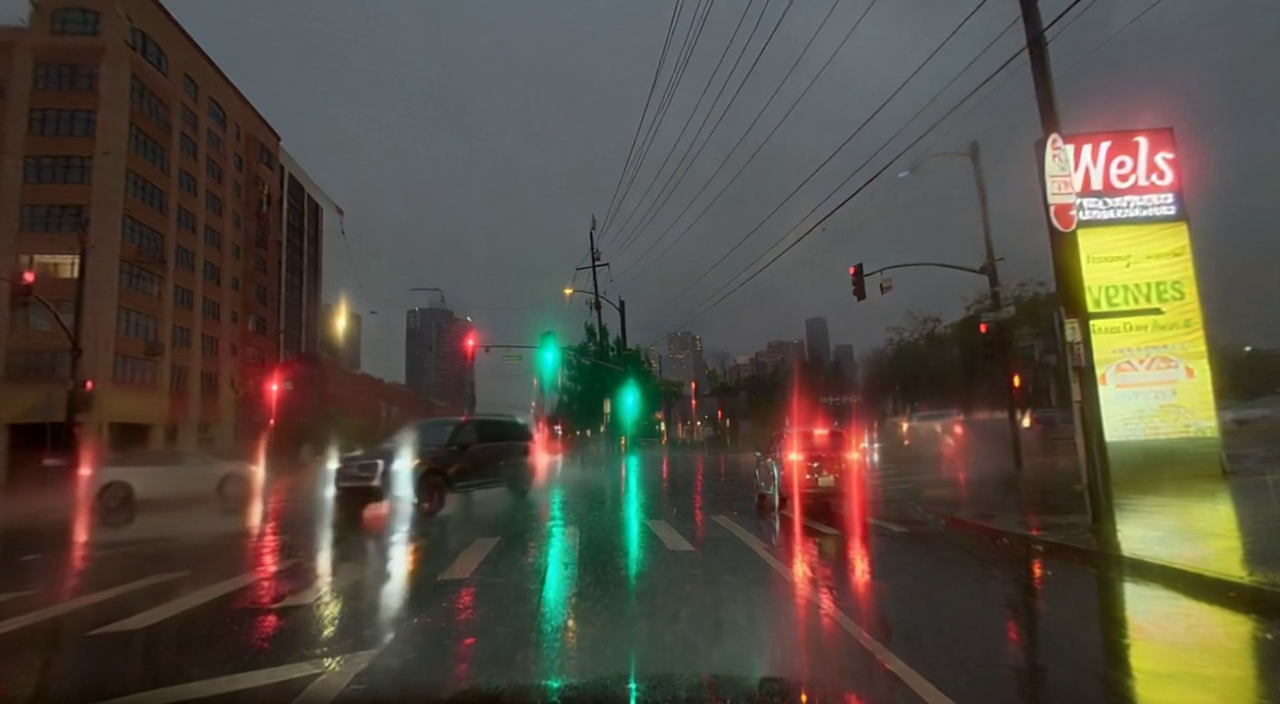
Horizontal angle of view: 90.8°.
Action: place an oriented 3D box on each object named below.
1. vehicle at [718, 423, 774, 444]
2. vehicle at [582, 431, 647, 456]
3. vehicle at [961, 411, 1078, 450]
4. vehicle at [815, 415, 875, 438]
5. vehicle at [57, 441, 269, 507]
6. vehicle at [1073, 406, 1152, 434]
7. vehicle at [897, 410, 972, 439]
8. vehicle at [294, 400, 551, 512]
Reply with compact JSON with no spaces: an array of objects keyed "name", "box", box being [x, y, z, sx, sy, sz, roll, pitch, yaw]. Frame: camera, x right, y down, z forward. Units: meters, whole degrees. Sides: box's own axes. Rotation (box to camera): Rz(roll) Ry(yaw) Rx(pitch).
[{"name":"vehicle","box":[7.587,5.878,45.386,1.866,1.430,3.901,5,-10,-31]},{"name":"vehicle","box":[-1.916,6.740,46.538,4.506,1.733,1.857,1,-9,-11]},{"name":"vehicle","box":[15.804,3.285,26.258,4.707,1.487,1.907,4,-9,-28]},{"name":"vehicle","box":[16.041,5.856,49.418,4.589,1.730,1.801,4,-9,-31]},{"name":"vehicle","box":[-13.111,3.284,17.548,2.166,1.579,4.300,-9,-12,44]},{"name":"vehicle","box":[26.720,3.904,35.698,4.433,1.453,1.804,4,-10,-29]},{"name":"vehicle","box":[19.258,4.772,41.266,4.474,1.788,2.039,4,-10,-28]},{"name":"vehicle","box":[-4.473,2.302,14.342,2.374,1.985,5.588,-4,-9,21]}]
